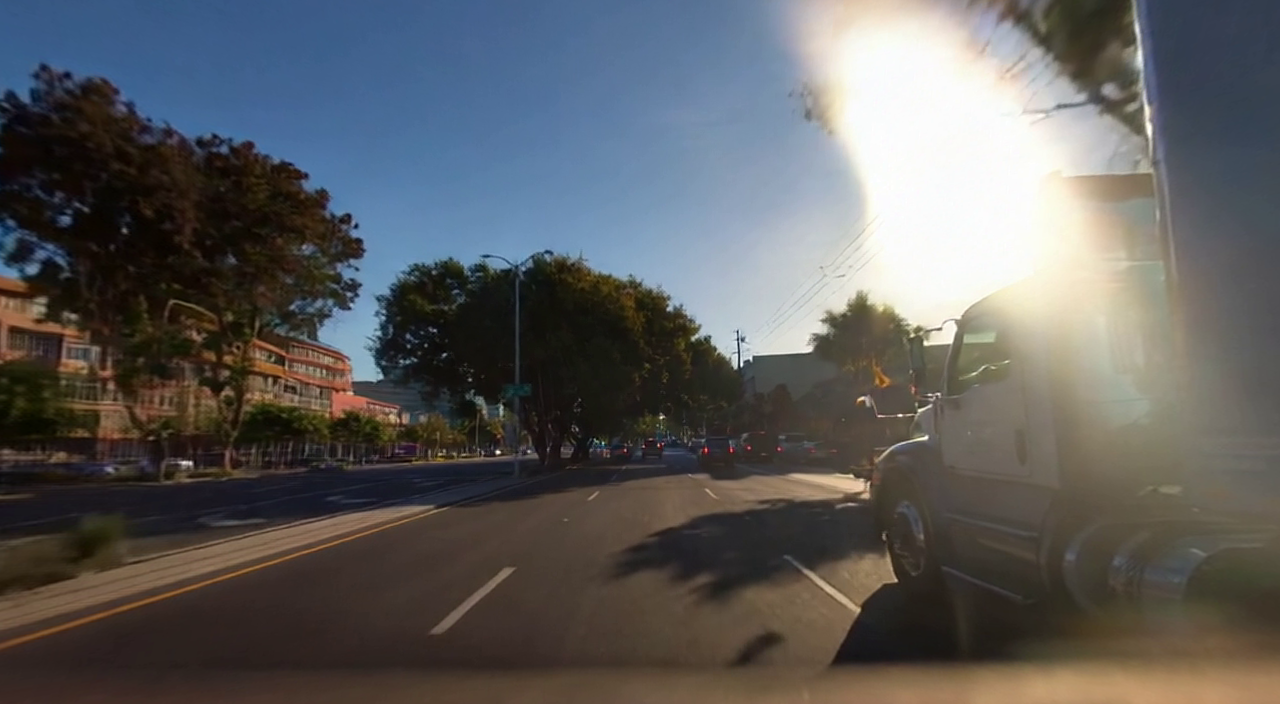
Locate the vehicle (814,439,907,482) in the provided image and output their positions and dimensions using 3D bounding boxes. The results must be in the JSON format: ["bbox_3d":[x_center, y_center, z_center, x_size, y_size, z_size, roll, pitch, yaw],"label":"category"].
[{"bbox_3d":[8.281,4.112,24.154,2.006,1.484,4.289,0,-8,0],"label":"vehicle"}]

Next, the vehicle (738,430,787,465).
[{"bbox_3d":[8.465,6.674,44.138,2.539,2.328,4.769,0,-8,1],"label":"vehicle"}]

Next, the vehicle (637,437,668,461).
[{"bbox_3d":[0.969,7.343,47.590,2.276,1.704,3.925,-1,-8,2],"label":"vehicle"}]

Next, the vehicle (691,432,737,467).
[{"bbox_3d":[4.287,5.726,37.245,2.196,1.908,4.412,0,-8,0],"label":"vehicle"}]

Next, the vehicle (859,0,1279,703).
[{"bbox_3d":[3.642,-0.268,2.166,3.006,3.679,8.506,-1,-8,3],"label":"vehicle"}]
